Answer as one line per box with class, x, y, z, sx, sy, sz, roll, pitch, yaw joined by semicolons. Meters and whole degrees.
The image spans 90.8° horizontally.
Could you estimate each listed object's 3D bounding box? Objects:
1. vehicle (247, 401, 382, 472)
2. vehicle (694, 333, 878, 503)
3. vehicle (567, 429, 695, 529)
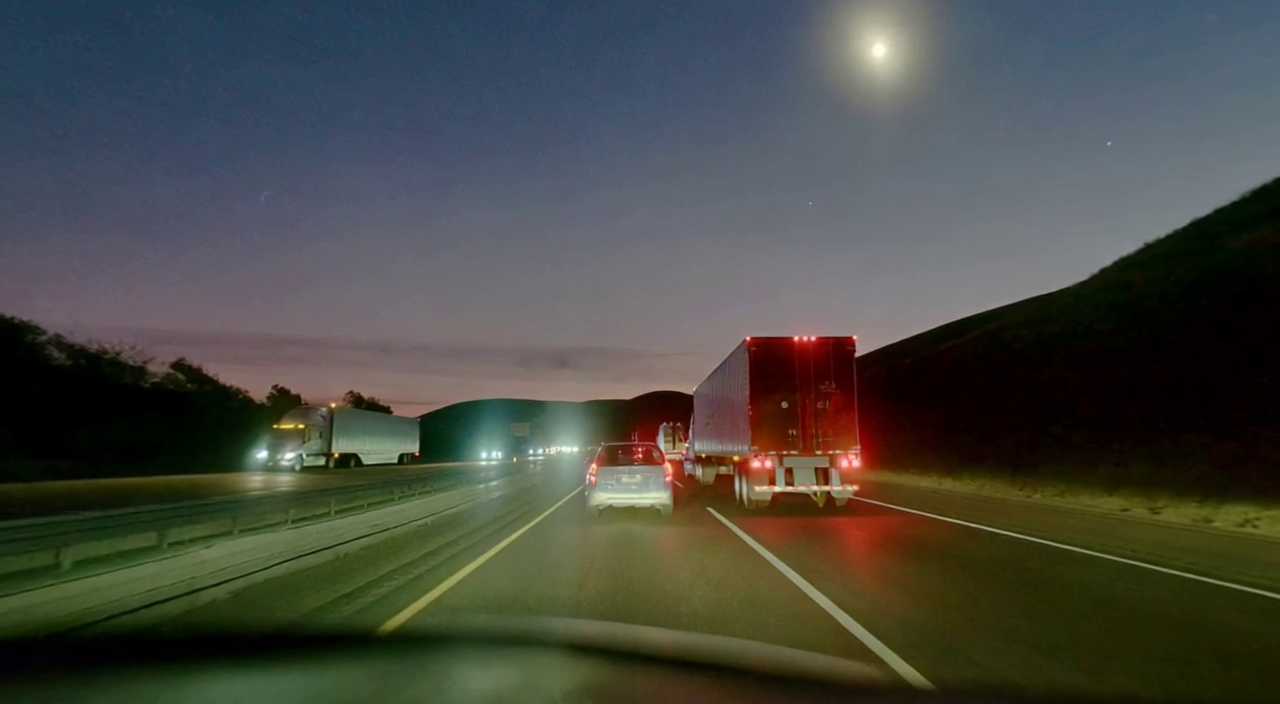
vehicle;-19.869;5.421;39.672;2.962;3.847;10.654;0;-9;-1
vehicle;4.023;2.620;21.935;2.812;4.024;14.098;0;-9;-1
vehicle;-0.179;2.410;12.415;2.109;1.639;3.768;0;-9;-1
